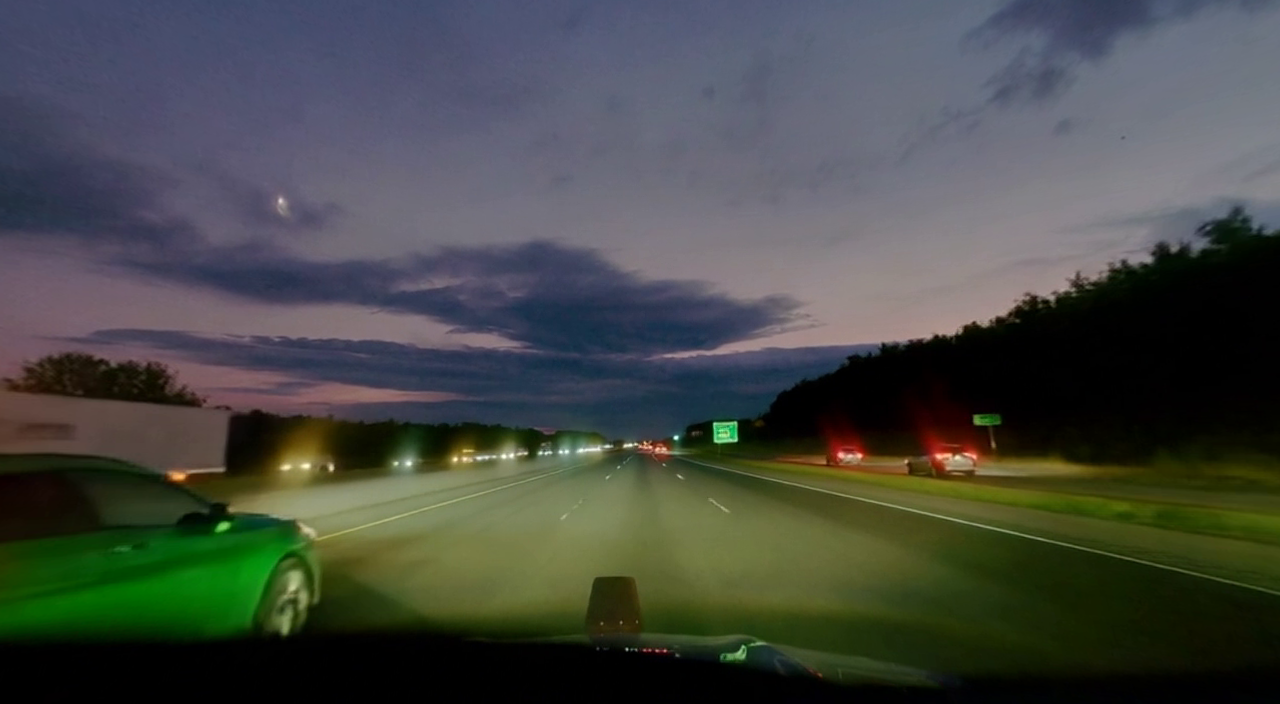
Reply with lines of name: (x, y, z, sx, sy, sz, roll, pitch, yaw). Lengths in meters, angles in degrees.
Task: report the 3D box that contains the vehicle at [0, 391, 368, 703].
vehicle: (-3.399, 1.035, 3.016, 2.180, 1.537, 4.459, 0, -9, 0)
